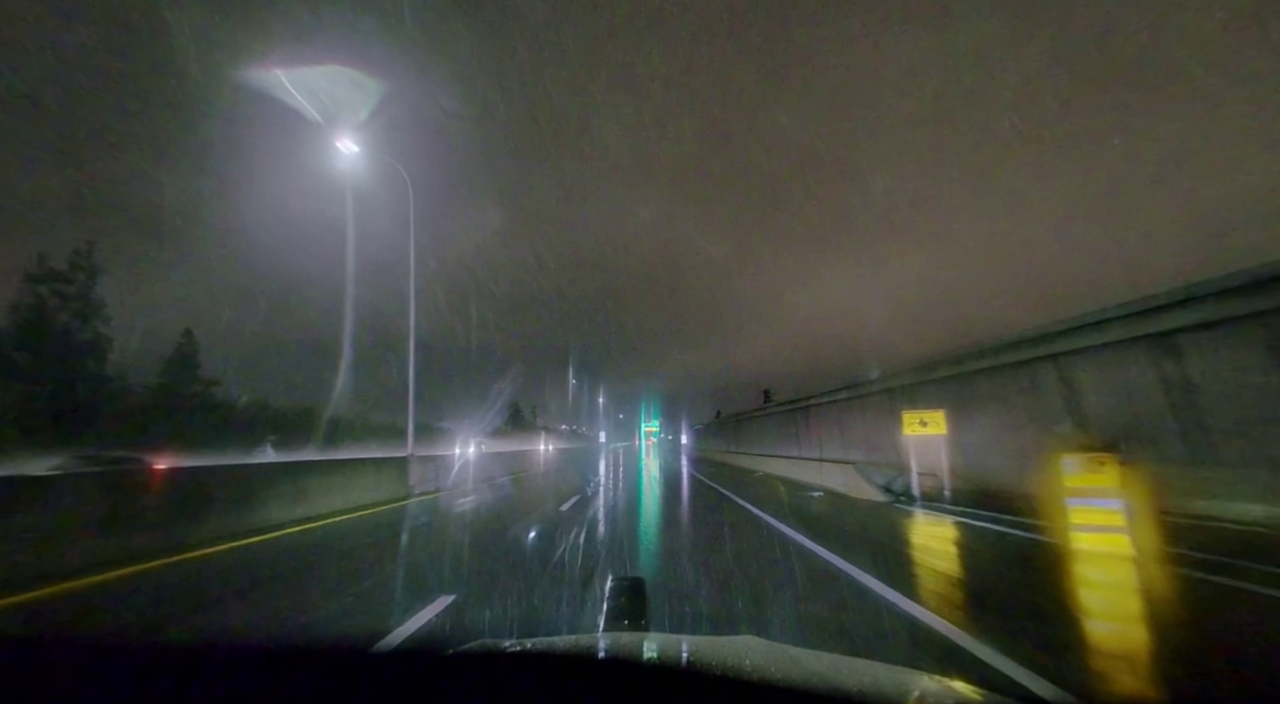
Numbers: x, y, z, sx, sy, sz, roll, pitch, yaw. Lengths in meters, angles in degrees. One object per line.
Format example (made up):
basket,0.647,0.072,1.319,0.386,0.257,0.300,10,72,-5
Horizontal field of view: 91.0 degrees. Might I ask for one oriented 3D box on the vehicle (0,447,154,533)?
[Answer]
vehicle,-12.048,2.623,12.354,1.792,1.468,3.946,0,-8,0
